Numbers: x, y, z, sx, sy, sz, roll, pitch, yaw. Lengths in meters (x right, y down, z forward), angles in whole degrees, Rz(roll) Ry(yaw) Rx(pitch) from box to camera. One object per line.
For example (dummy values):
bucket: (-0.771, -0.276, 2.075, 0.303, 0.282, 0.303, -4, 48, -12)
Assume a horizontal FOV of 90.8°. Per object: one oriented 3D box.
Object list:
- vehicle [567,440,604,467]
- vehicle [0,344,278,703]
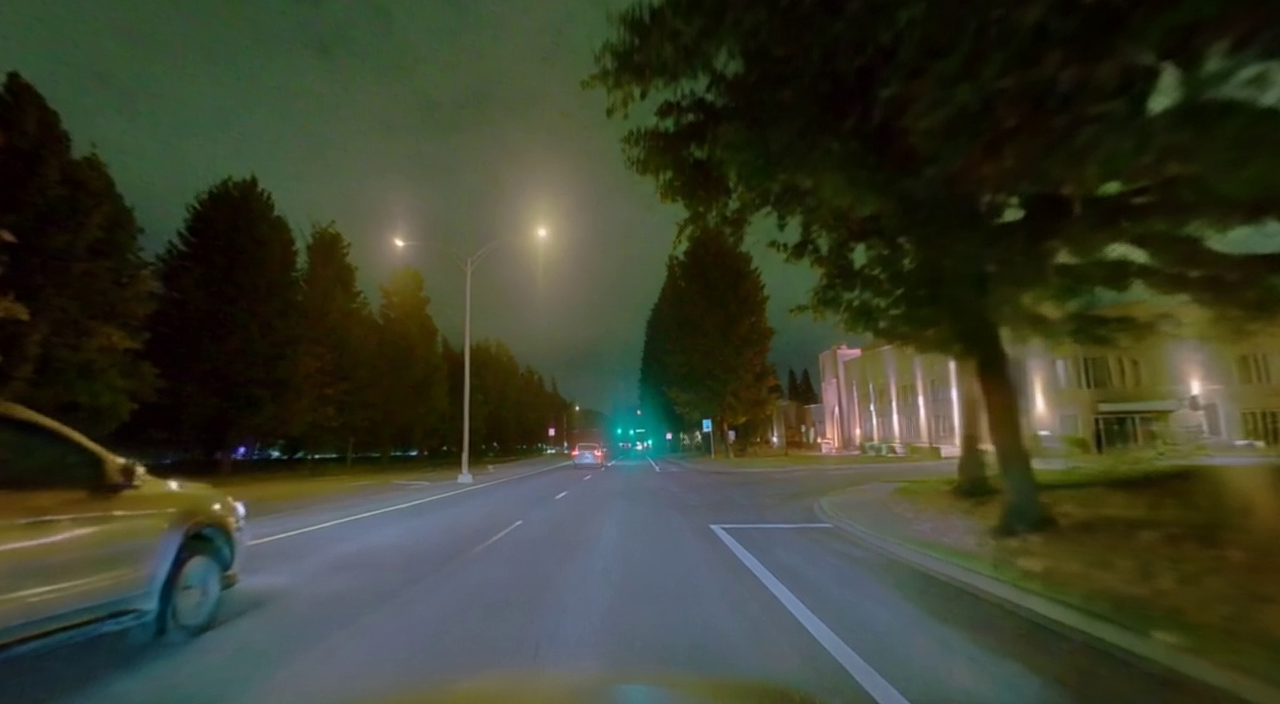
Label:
vehicle: (-3.747, 7.081, 44.057, 2.179, 1.771, 4.267, 0, -8, 1)
vehicle: (-3.839, 0.763, 2.318, 2.202, 1.685, 4.772, 0, -8, 0)
